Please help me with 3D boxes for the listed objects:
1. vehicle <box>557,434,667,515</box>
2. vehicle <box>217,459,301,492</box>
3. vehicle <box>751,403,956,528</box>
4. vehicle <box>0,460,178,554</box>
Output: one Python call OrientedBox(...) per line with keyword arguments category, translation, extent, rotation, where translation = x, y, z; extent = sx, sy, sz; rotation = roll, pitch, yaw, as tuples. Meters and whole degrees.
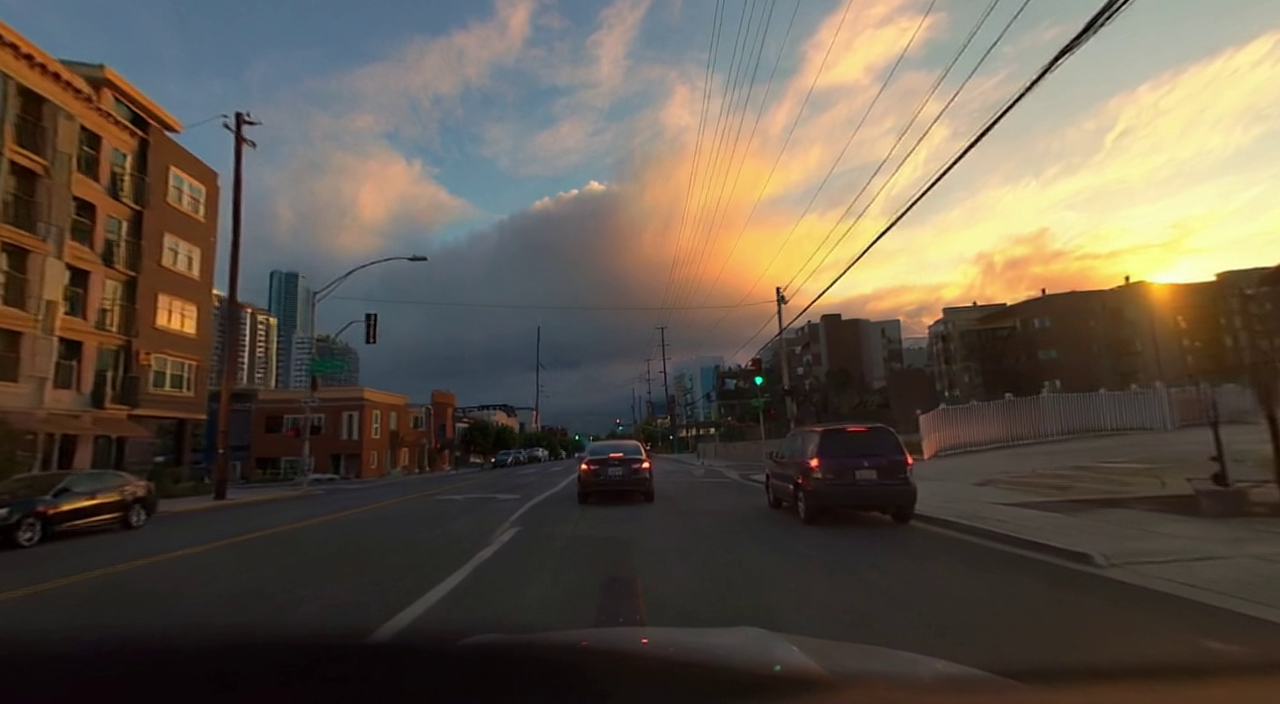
OrientedBox(category="vehicle", translation=(-0.518, 2.557, 13.691), extent=(2.019, 1.453, 4.129), rotation=(0, -8, 0))
OrientedBox(category="vehicle", translation=(-25.301, 8.228, 42.015), extent=(4.337, 1.739, 1.981), rotation=(-5, -11, 0))
OrientedBox(category="vehicle", translation=(3.817, 2.161, 12.544), extent=(2.248, 1.945, 5.011), rotation=(0, -8, -1))
OrientedBox(category="vehicle", translation=(-11.915, 3.019, 12.561), extent=(1.910, 1.498, 4.662), rotation=(-3, -8, 1))
